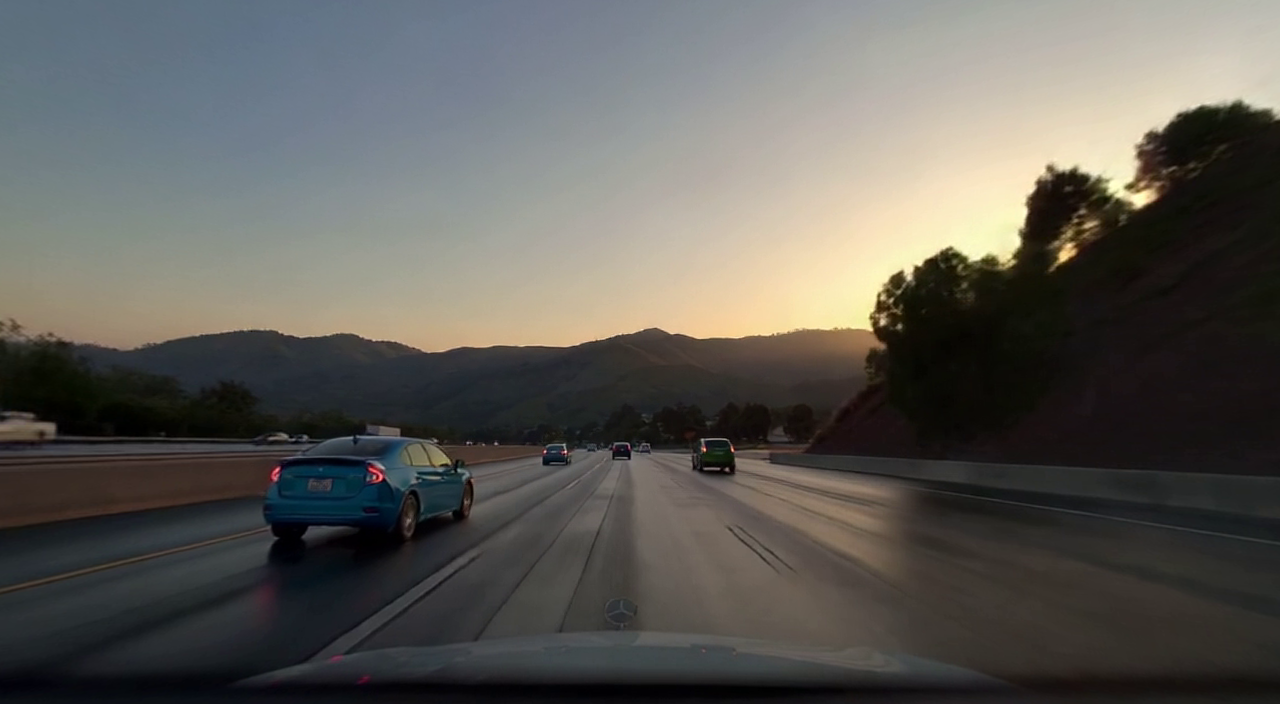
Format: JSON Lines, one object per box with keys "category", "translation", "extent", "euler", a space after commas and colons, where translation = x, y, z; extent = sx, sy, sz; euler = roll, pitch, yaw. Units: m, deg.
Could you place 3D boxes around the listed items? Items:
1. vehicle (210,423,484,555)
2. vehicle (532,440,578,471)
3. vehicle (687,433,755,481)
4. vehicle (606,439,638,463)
{"category": "vehicle", "translation": [-3.938, 1.915, 9.488], "extent": [1.993, 1.500, 4.248], "euler": [0, -9, 1]}
{"category": "vehicle", "translation": [-4.306, 5.305, 32.358], "extent": [1.796, 1.464, 3.839], "euler": [0, -9, 0]}
{"category": "vehicle", "translation": [3.314, 4.420, 26.795], "extent": [2.222, 1.820, 4.733], "euler": [0, -9, 0]}
{"category": "vehicle", "translation": [-1.232, 7.023, 44.669], "extent": [2.147, 1.572, 4.094], "euler": [0, -9, -1]}
